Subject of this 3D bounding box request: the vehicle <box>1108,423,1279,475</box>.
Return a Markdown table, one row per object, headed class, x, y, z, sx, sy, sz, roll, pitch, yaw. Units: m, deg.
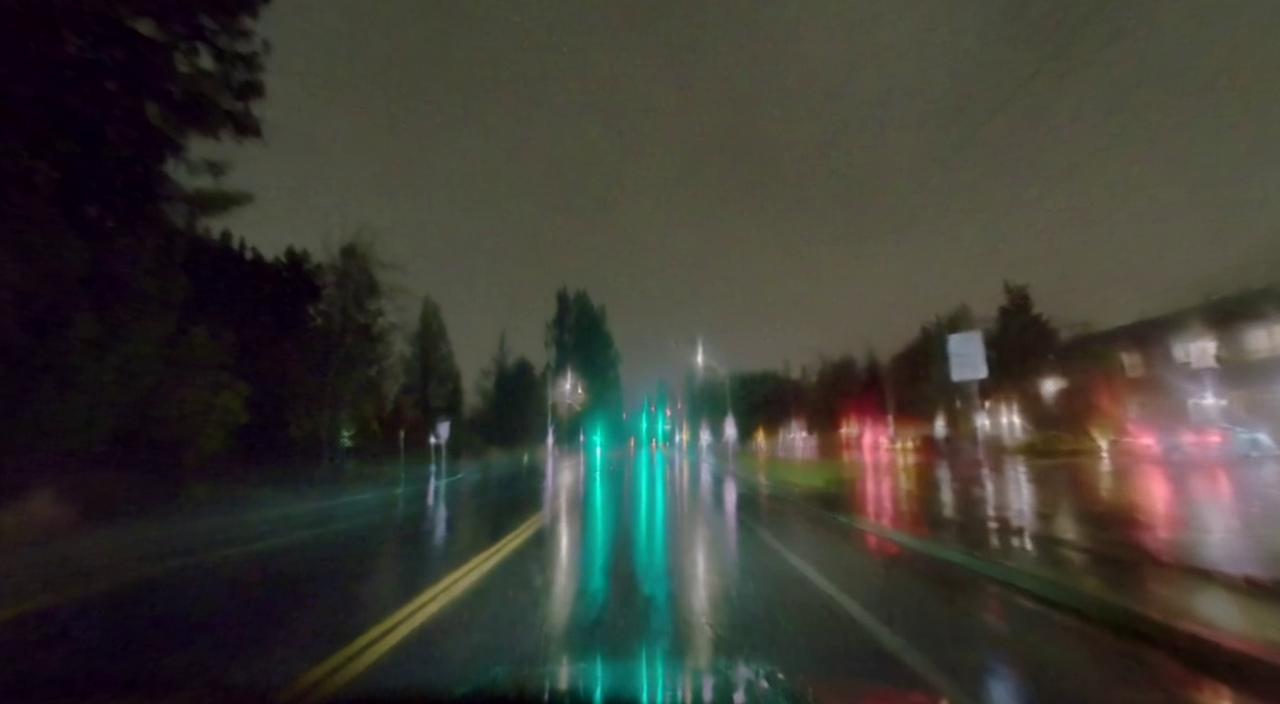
| class | x | y | z | sx | sy | sz | roll | pitch | yaw |
| --- | --- | --- | --- | --- | --- | --- | --- | --- | --- |
| vehicle | 20.108 | 3.547 | 23.085 | 4.151 | 1.730 | 2.131 | 0 | -9 | 2 |
